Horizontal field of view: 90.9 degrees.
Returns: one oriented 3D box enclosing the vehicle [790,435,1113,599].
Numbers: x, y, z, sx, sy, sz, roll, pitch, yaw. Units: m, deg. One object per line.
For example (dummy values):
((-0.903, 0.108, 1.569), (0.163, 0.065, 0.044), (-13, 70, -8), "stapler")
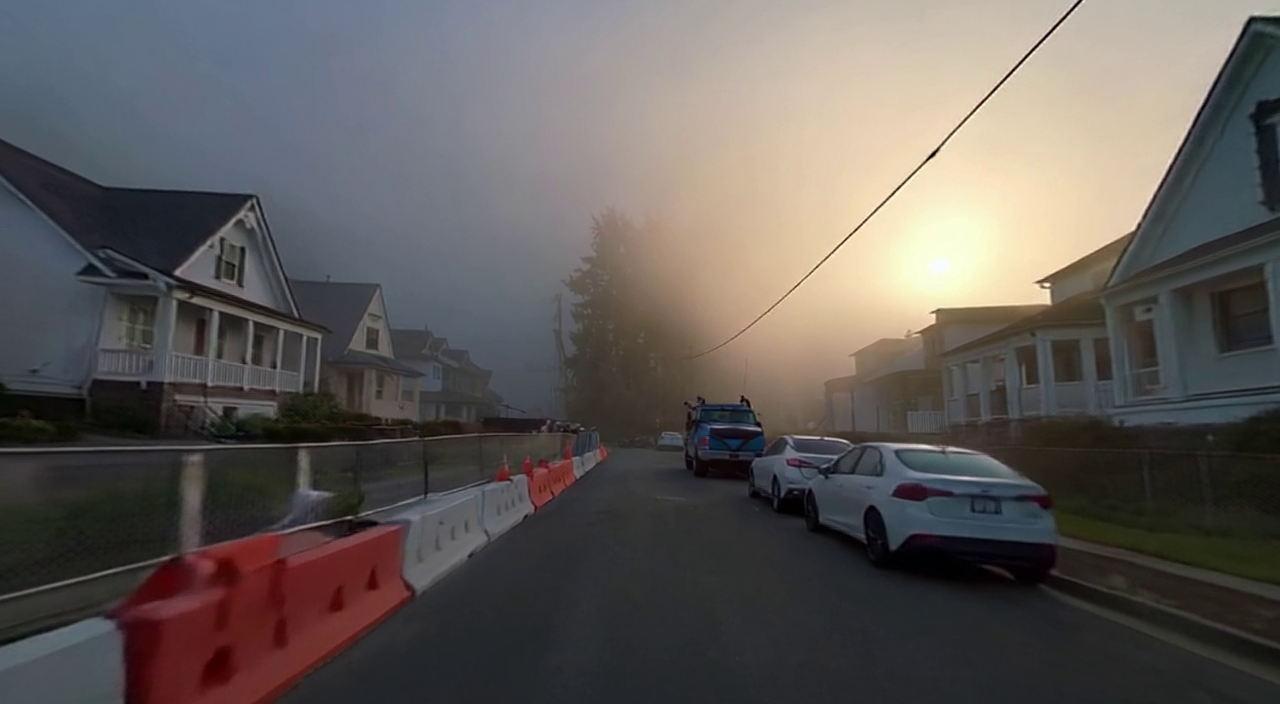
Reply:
((3.307, 1.767, 7.807), (1.805, 1.436, 4.201), (0, -7, -1), "vehicle")
